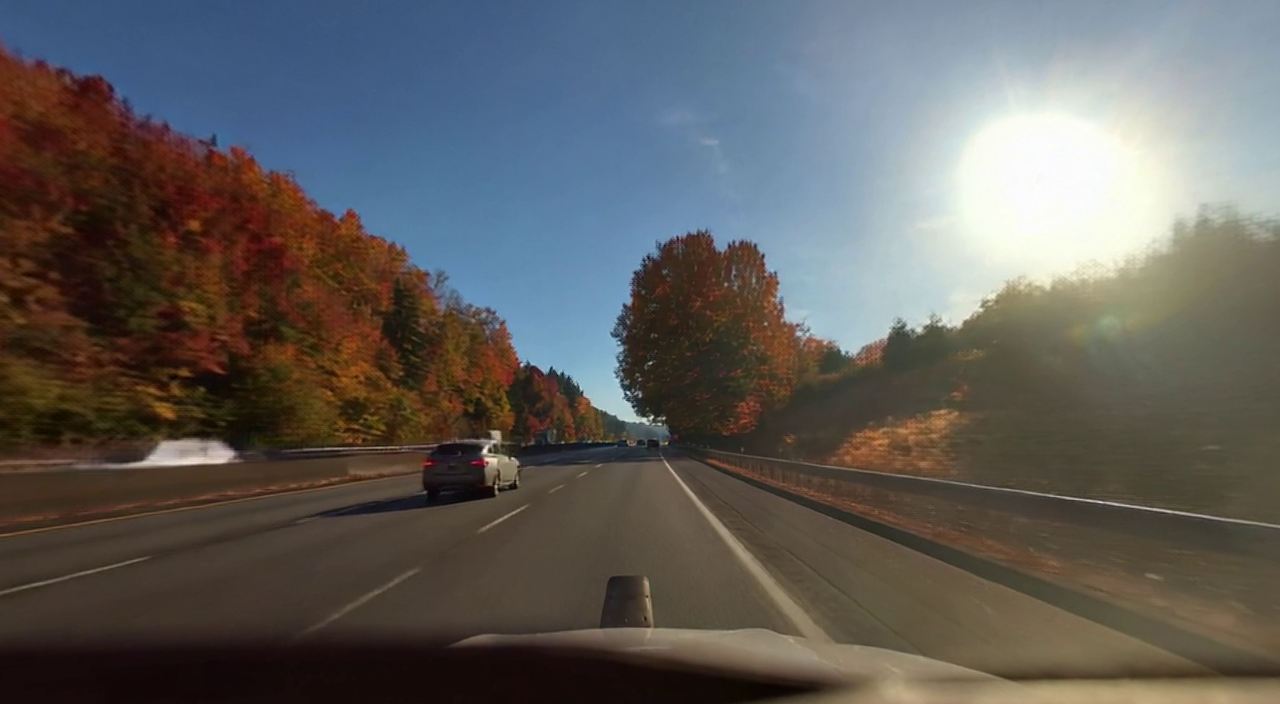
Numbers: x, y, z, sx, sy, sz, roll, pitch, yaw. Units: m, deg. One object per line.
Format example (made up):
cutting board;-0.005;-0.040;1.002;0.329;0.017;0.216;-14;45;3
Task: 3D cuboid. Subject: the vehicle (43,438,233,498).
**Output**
vehicle;-15.528;3.569;19.910;2.010;1.645;4.728;0;-8;1

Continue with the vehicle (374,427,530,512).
vehicle;-4.071;2.618;14.586;2.123;1.643;4.479;0;-8;1
